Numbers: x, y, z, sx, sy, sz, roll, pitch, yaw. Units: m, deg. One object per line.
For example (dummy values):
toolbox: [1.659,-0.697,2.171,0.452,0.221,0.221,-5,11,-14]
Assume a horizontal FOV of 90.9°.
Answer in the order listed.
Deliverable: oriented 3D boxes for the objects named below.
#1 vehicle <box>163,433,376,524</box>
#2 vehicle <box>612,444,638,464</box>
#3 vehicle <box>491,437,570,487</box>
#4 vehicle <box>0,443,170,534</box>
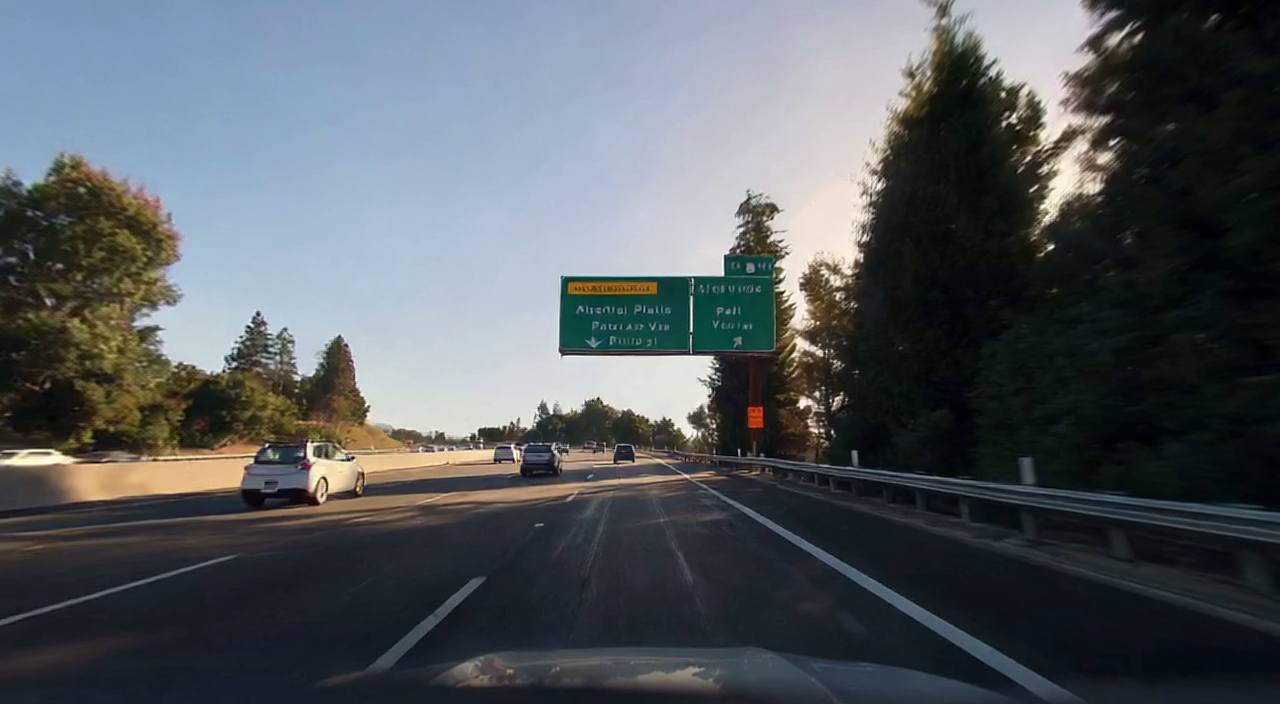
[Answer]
vehicle: [-7.551,2.580,13.450,2.086,1.628,4.039,0,-8,-1]
vehicle: [-1.199,7.730,47.797,1.881,1.460,3.694,0,-8,-3]
vehicle: [-3.776,3.874,22.599,1.991,1.610,4.606,0,-8,0]
vehicle: [-11.643,2.470,11.831,2.028,1.499,4.702,0,-8,0]
